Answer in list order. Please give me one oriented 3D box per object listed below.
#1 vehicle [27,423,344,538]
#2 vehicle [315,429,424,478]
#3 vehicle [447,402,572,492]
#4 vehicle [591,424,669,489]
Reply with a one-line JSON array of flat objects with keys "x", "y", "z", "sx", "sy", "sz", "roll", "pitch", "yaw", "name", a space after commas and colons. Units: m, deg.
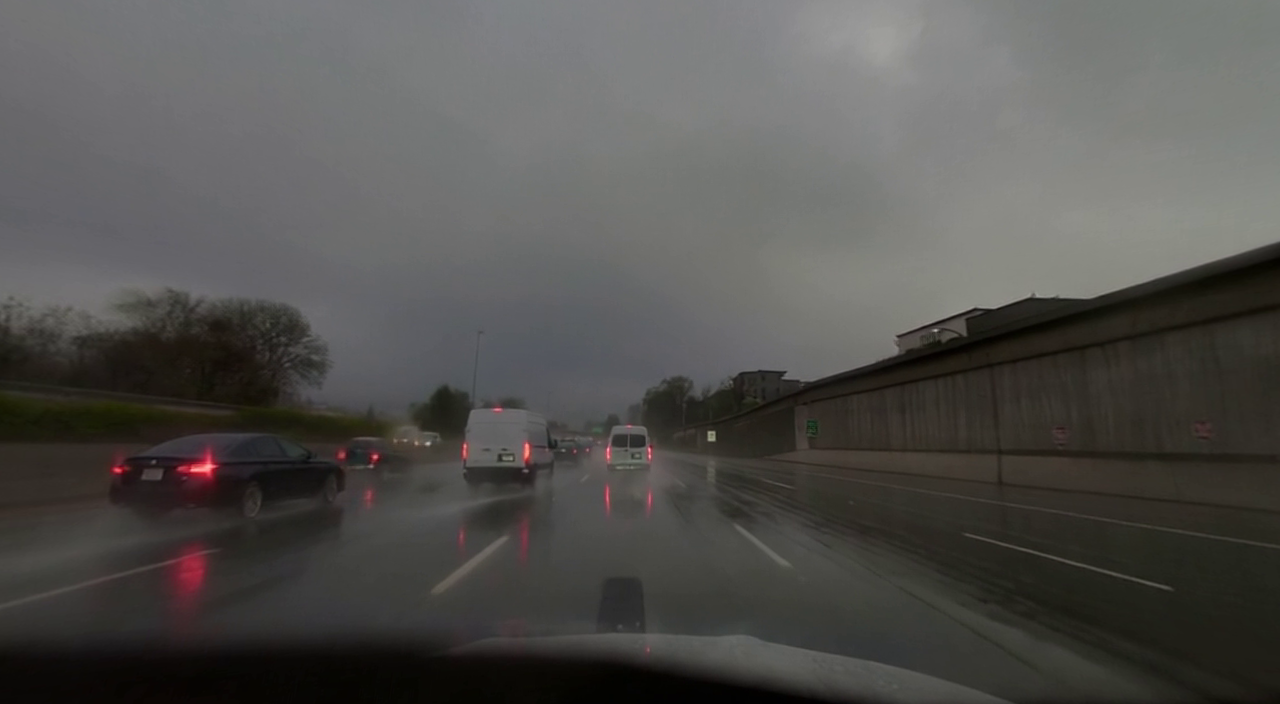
[{"x": -7.103, "y": 2.047, "z": 10.659, "sx": 1.959, "sy": 1.493, "sz": 4.575, "roll": 0, "pitch": -9, "yaw": 0, "name": "vehicle"}, {"x": -10.694, "y": 4.076, "z": 25.360, "sx": 2.312, "sy": 1.766, "sz": 4.653, "roll": 0, "pitch": -9, "yaw": 0, "name": "vehicle"}, {"x": -3.652, "y": 2.873, "z": 19.104, "sx": 2.504, "sy": 2.276, "sz": 5.933, "roll": 0, "pitch": -9, "yaw": 0, "name": "vehicle"}, {"x": -0.284, "y": 3.282, "z": 20.012, "sx": 2.207, "sy": 1.807, "sz": 4.199, "roll": 0, "pitch": -9, "yaw": 0, "name": "vehicle"}]
